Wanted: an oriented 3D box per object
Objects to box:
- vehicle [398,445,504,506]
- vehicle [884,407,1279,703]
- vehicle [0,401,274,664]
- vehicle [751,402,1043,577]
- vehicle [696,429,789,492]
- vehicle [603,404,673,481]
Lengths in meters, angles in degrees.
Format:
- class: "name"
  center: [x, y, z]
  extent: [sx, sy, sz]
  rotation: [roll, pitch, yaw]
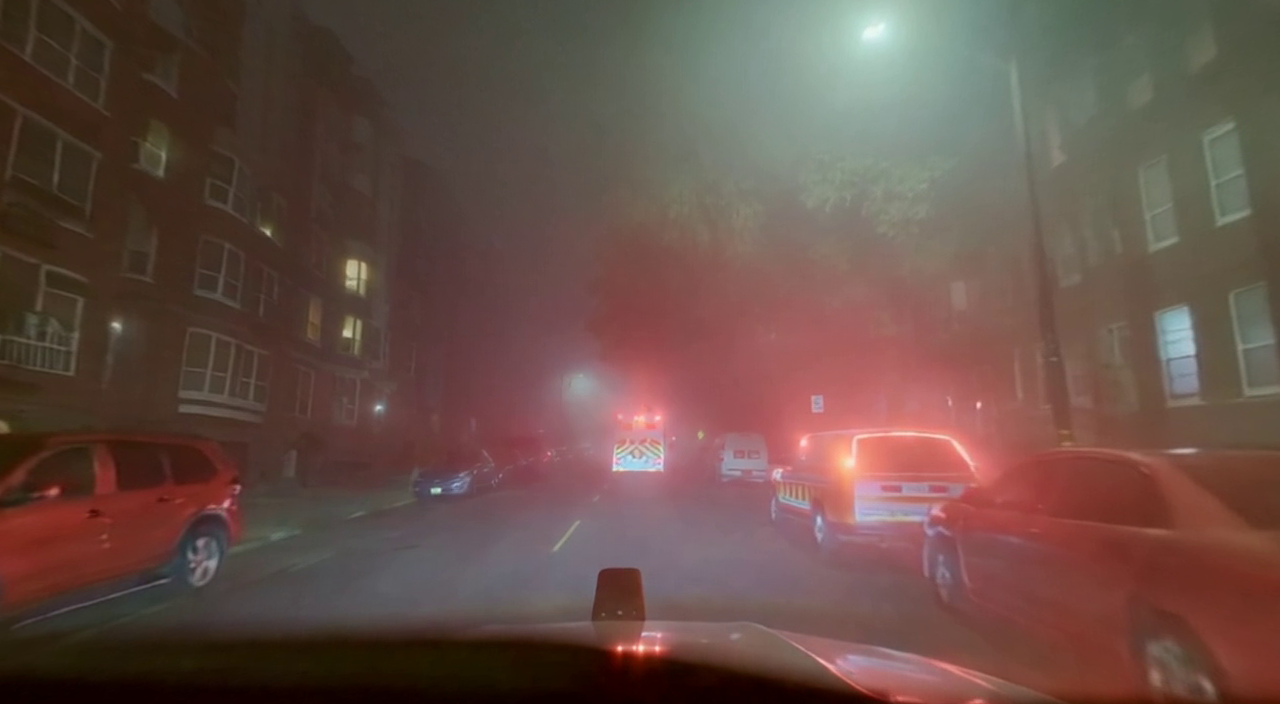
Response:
- class: "vehicle"
  center: [-5.625, 3.689, 19.435]
  extent: [1.967, 1.492, 4.781]
  rotation: [-4, -8, -2]
- class: "vehicle"
  center: [3.350, 1.210, 4.019]
  extent: [1.876, 1.491, 4.507]
  rotation: [0, -9, 1]
- class: "vehicle"
  center: [-5.305, 1.392, 5.300]
  extent: [1.923, 1.755, 4.316]
  rotation: [-1, -9, -1]
- class: "vehicle"
  center: [3.202, 1.848, 9.330]
  extent: [2.152, 1.868, 4.976]
  rotation: [0, -9, 0]
- class: "vehicle"
  center: [3.324, 3.687, 21.849]
  extent: [2.232, 1.860, 5.593]
  rotation: [0, -9, -1]
- class: "vehicle"
  center: [-0.102, 4.131, 28.751]
  extent: [2.754, 3.008, 7.730]
  rotation: [0, -9, 0]
